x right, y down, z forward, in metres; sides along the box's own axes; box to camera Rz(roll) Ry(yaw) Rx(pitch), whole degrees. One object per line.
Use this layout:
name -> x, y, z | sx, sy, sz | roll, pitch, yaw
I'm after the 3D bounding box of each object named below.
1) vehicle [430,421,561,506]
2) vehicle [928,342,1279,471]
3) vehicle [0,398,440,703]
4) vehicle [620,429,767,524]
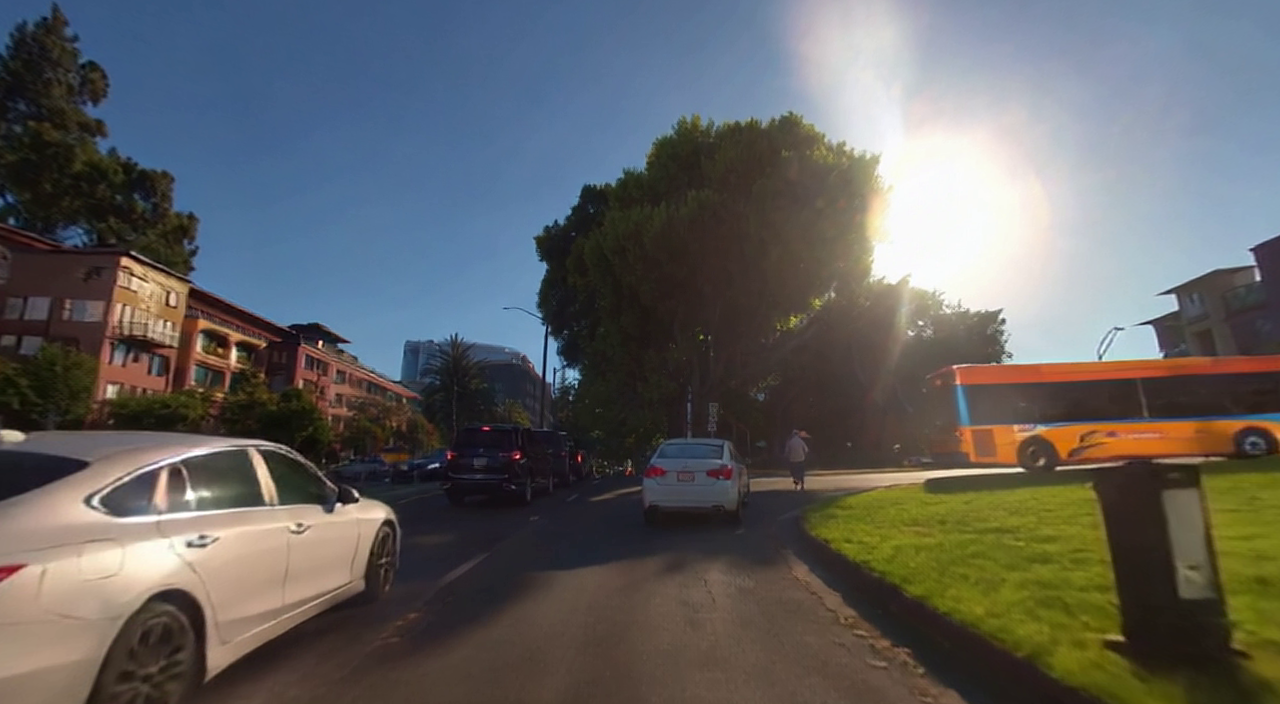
vehicle -> -3.310, 2.657, 15.506 | 2.017, 1.761, 4.572 | 0, -8, 2
vehicle -> 14.083, 1.668, 18.115 | 9.977, 3.303, 2.948 | -2, -8, 10
vehicle -> -3.344, 1.219, 4.544 | 1.953, 1.480, 4.522 | -1, -8, 6
vehicle -> 1.207, 2.270, 12.115 | 2.020, 1.478, 3.922 | -3, -8, 17
